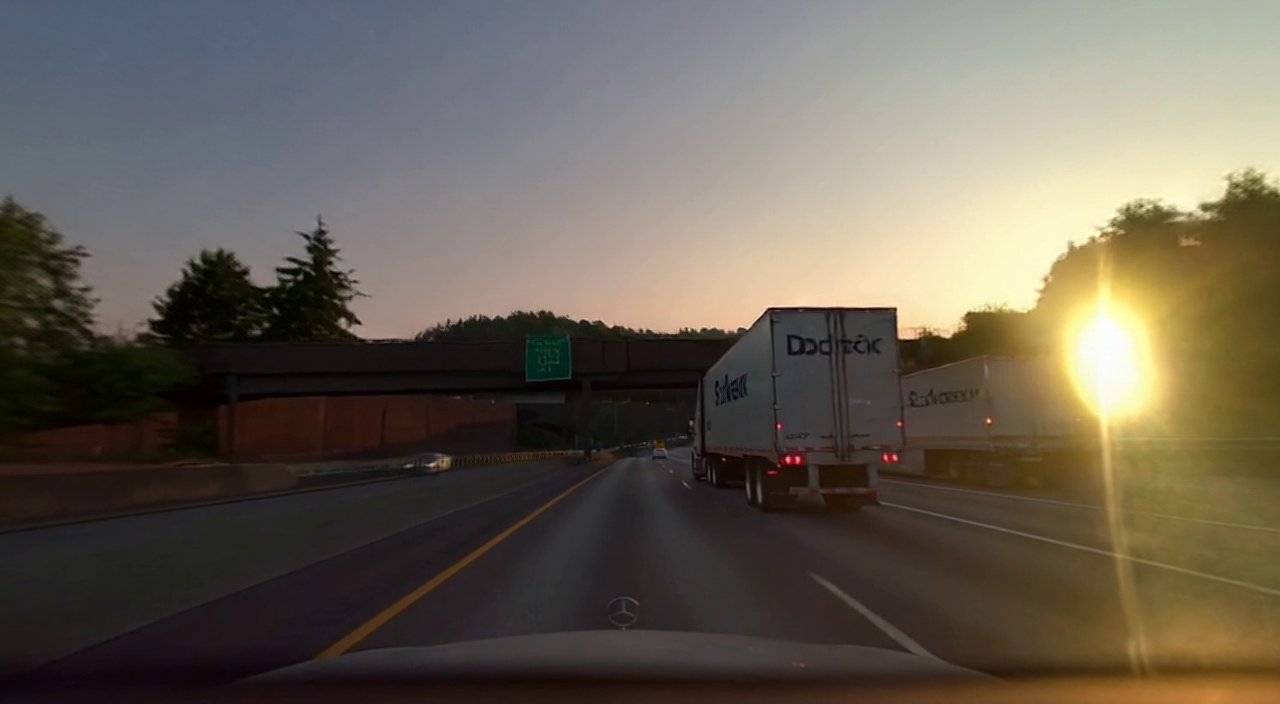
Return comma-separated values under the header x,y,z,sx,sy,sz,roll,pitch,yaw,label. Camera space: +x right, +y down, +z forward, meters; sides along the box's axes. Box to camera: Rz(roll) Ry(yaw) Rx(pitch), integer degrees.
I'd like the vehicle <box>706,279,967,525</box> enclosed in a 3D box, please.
x,y,z,sx,sy,sz,roll,pitch,yaw,label
3.661,1.490,14.987,3.025,4.010,9.542,0,-9,0,vehicle

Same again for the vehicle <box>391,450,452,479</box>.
x,y,z,sx,sy,sz,roll,pitch,yaw,label
-12.979,6.678,37.472,2.075,1.574,4.138,0,-9,1,vehicle

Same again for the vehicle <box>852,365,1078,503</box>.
x,y,z,sx,sy,sz,roll,pitch,yaw,label
11.409,3.175,23.882,2.946,4.031,10.368,-1,-8,0,vehicle

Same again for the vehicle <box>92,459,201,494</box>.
x,y,z,sx,sy,sz,roll,pitch,yaw,label
-25.047,6.295,32.042,1.889,1.541,4.400,-1,-9,2,vehicle
